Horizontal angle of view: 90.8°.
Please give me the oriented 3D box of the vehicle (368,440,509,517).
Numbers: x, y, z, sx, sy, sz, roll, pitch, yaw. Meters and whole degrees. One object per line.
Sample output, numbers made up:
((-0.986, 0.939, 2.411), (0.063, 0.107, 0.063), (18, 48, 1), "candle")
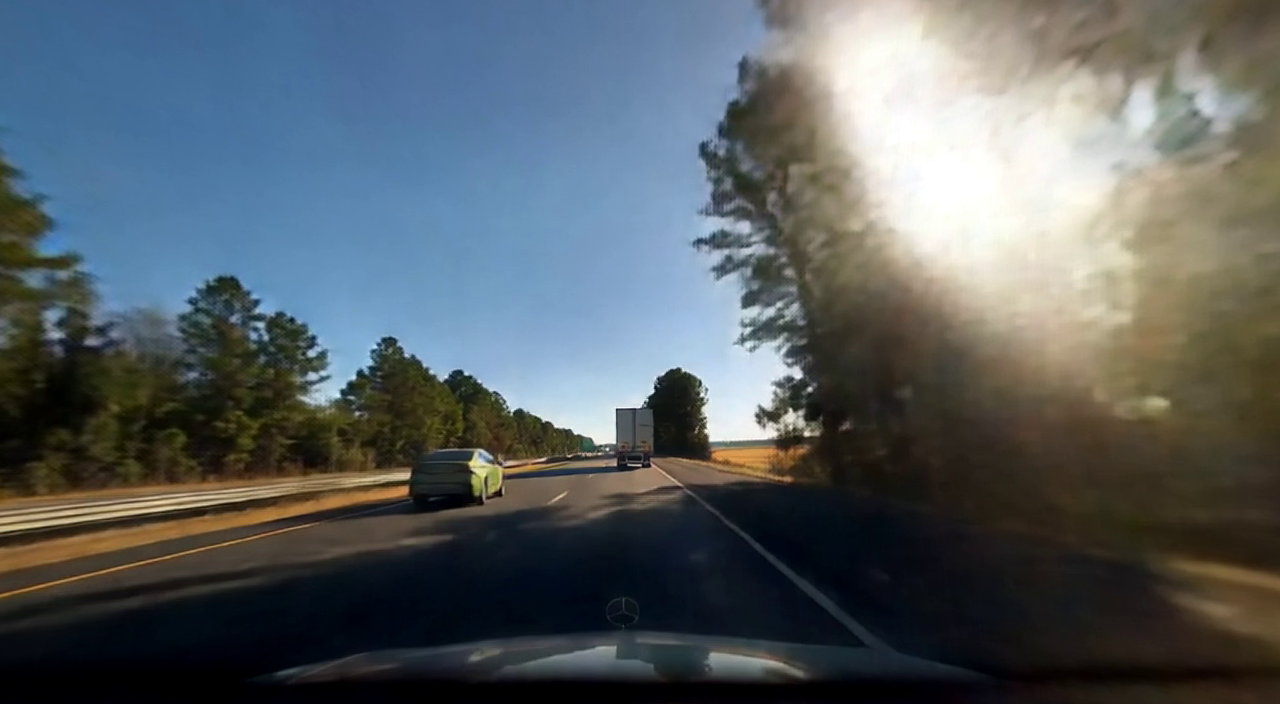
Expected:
((-4.383, 2.800, 14.399), (1.937, 1.493, 3.779), (0, -9, 0), "vehicle")
